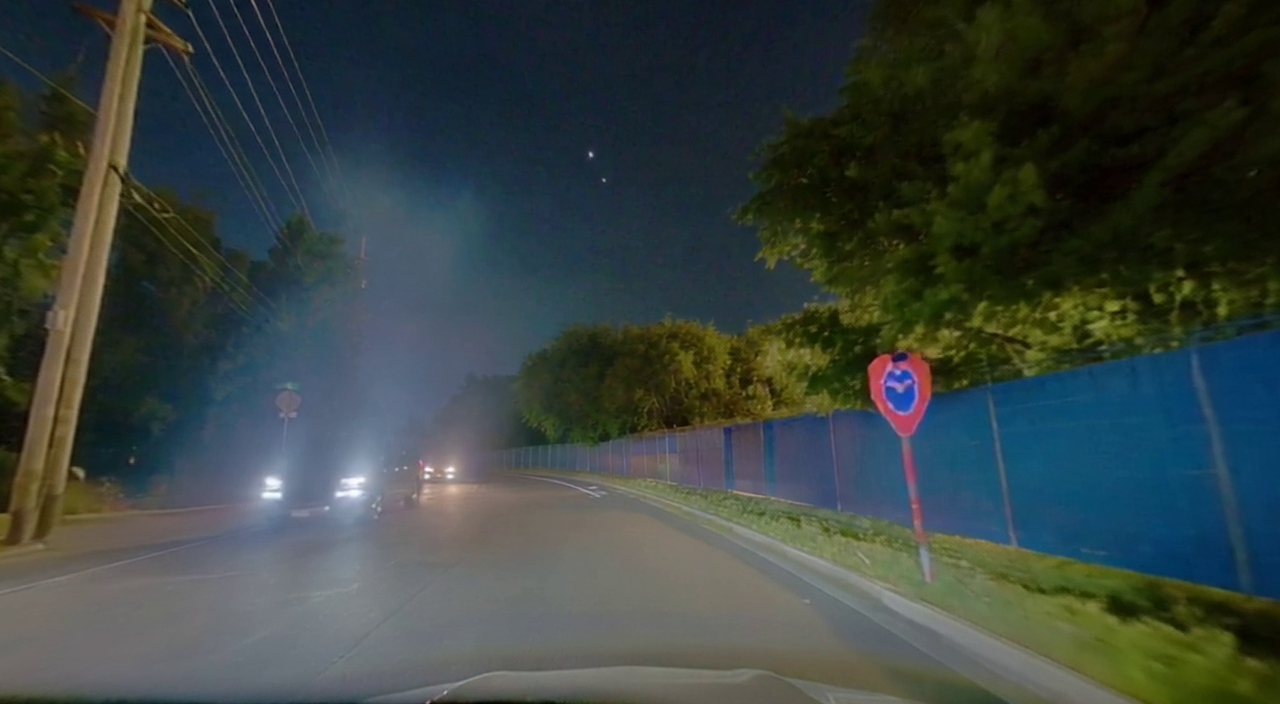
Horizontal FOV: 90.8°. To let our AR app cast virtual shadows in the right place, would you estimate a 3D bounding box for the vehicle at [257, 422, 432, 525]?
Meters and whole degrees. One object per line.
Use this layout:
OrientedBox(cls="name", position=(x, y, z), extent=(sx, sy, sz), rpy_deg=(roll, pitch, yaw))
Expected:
OrientedBox(cls="vehicle", position=(-6.237, 2.594, 13.994), extent=(2.185, 1.901, 4.177), rpy_deg=(1, -9, -6))
